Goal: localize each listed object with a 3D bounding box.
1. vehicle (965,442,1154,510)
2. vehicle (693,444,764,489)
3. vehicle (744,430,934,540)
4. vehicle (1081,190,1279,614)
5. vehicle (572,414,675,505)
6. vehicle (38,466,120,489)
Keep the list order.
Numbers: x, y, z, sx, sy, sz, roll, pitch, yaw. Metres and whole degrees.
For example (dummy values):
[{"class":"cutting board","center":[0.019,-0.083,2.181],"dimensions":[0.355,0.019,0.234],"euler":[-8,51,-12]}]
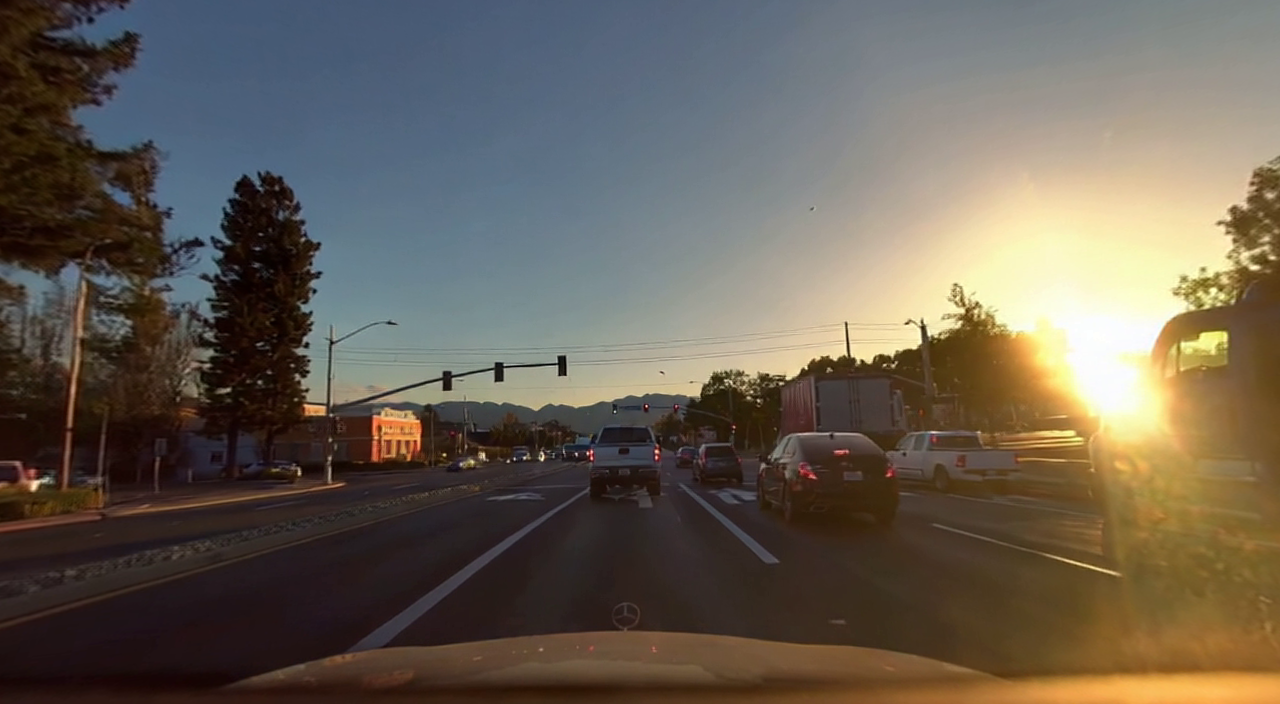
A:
[{"class":"vehicle","center":[10.413,3.079,16.184],"dimensions":[1.768,1.472,4.350],"euler":[0,-9,-1]},{"class":"vehicle","center":[3.144,4.162,23.363],"dimensions":[1.922,1.483,4.436],"euler":[0,-9,-1]},{"class":"vehicle","center":[3.335,2.331,11.822],"dimensions":[1.905,1.587,4.998],"euler":[0,-9,0]},{"class":"vehicle","center":[6.474,0.138,3.339],"dimensions":[2.802,3.322,7.429],"euler":[0,-9,0]},{"class":"vehicle","center":[-0.433,3.007,18.004],"dimensions":[2.499,2.183,5.111],"euler":[0,-9,-1]},{"class":"vehicle","center":[-38.150,8.514,43.002],"dimensions":[4.150,1.474,1.826],"euler":[-2,-10,9]}]
